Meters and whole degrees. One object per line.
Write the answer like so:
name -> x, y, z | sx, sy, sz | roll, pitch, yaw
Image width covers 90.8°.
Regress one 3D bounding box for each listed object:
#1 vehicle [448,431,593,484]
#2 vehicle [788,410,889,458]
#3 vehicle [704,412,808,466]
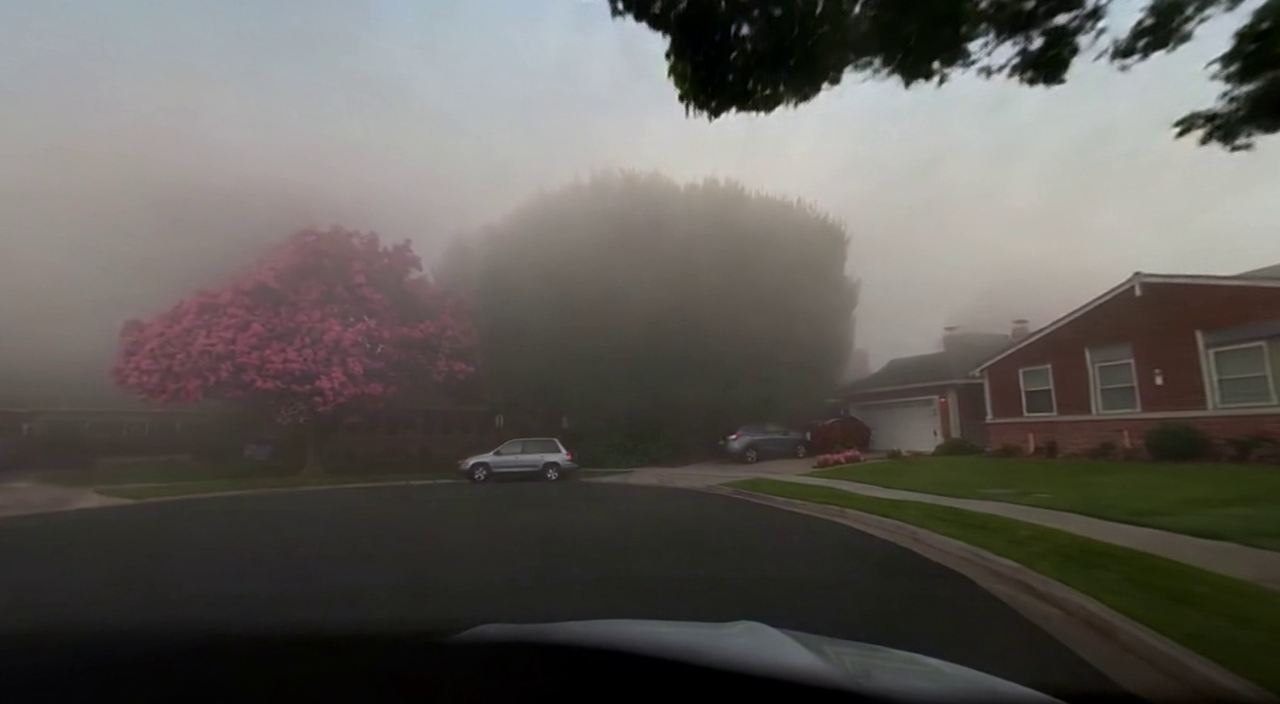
vehicle -> -4.371, 3.916, 23.557 | 4.815, 1.827, 2.147 | -2, -9, 10
vehicle -> 8.300, 3.463, 26.222 | 2.152, 1.773, 4.495 | -8, -12, 43
vehicle -> 4.975, 3.619, 26.744 | 2.310, 1.701, 4.280 | -8, -4, 42
